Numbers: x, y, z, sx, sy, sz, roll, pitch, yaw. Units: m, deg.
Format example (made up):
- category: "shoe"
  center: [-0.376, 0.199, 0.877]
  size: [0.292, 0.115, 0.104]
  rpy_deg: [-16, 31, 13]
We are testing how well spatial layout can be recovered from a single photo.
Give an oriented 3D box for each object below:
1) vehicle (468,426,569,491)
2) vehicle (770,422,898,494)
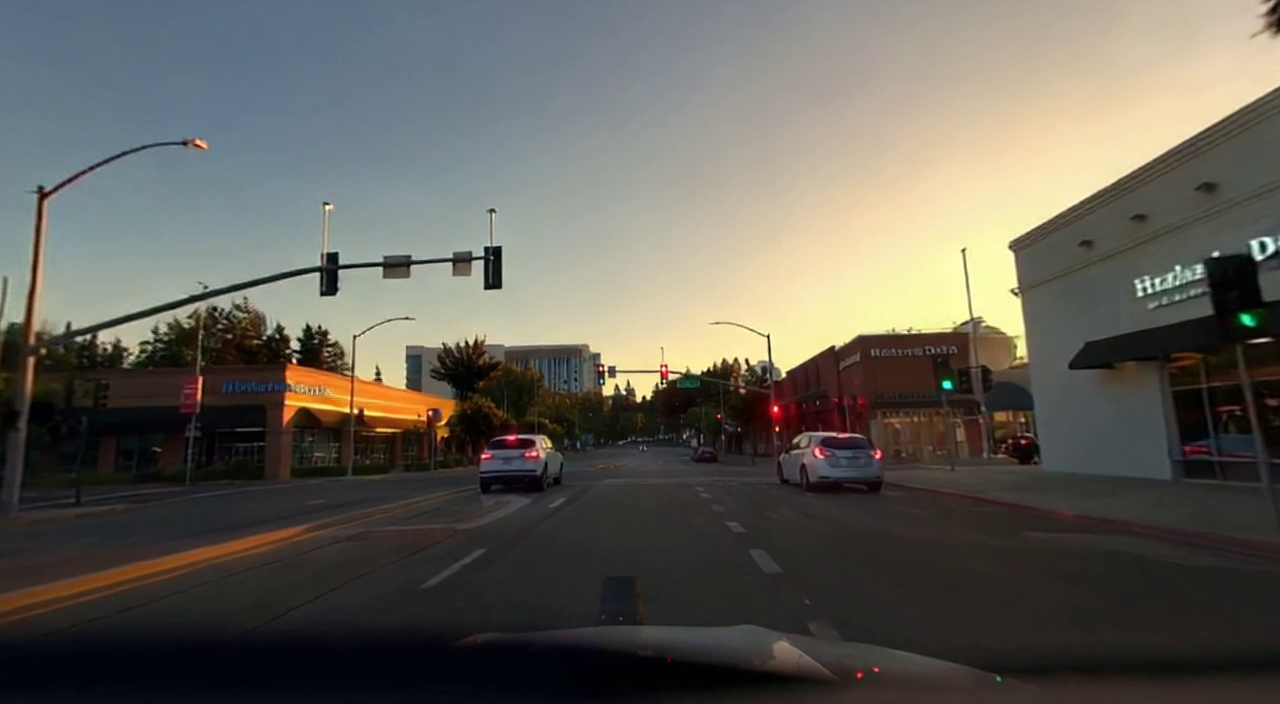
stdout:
- category: "vehicle"
  center: [-3.303, 3.001, 18.062]
  size: [1.947, 1.627, 4.248]
  rpy_deg: [0, -8, 1]
- category: "vehicle"
  center: [5.010, 2.806, 17.010]
  size: [2.039, 1.655, 4.495]
  rpy_deg: [0, -8, 0]
